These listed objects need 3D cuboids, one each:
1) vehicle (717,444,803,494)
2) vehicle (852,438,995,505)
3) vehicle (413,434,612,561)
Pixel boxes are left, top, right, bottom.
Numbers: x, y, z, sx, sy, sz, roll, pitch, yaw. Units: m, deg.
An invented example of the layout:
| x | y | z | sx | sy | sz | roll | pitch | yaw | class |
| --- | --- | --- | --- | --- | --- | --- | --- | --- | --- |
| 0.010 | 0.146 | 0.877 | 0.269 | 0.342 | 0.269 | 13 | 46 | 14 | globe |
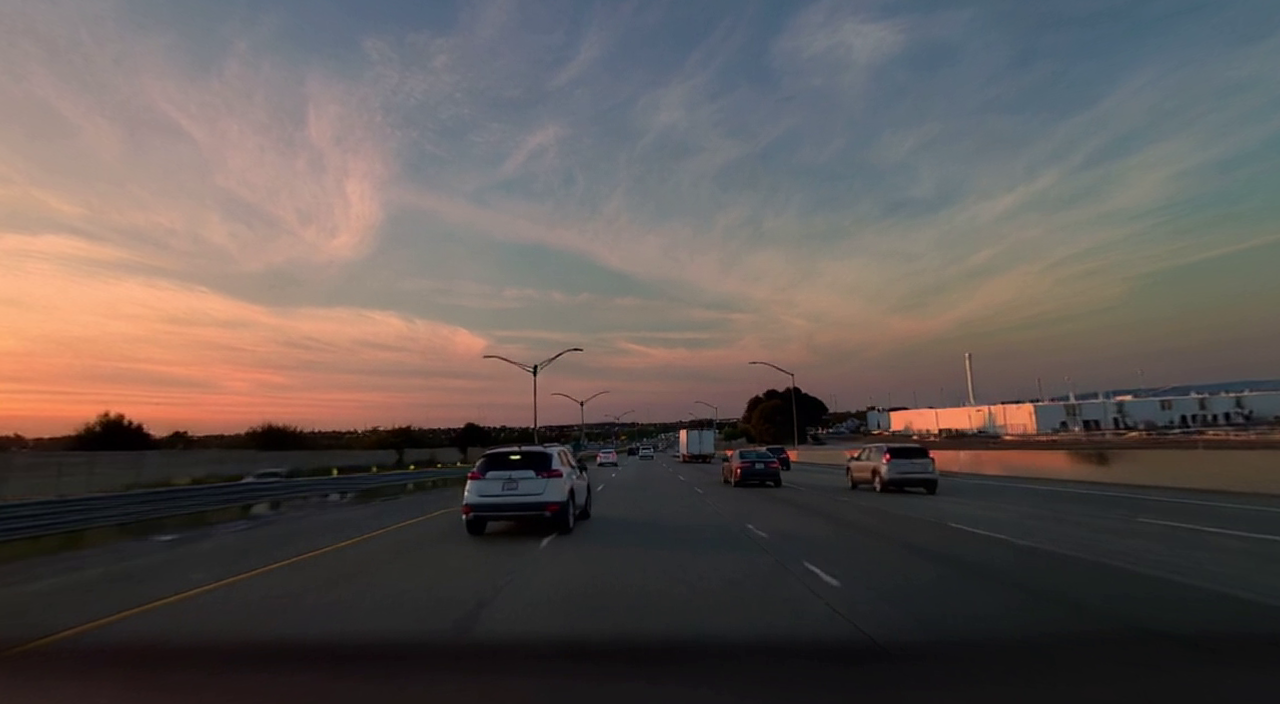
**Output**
| x | y | z | sx | sy | sz | roll | pitch | yaw | class |
| --- | --- | --- | --- | --- | --- | --- | --- | --- | --- |
| 3.829 | 3.782 | 20.902 | 1.942 | 1.453 | 4.329 | 0 | -8 | -1 | vehicle |
| 7.281 | 3.080 | 16.707 | 1.860 | 1.520 | 3.961 | 0 | -8 | -1 | vehicle |
| -1.704 | 2.174 | 10.349 | 2.067 | 1.555 | 4.851 | -1 | -8 | 2 | vehicle |
